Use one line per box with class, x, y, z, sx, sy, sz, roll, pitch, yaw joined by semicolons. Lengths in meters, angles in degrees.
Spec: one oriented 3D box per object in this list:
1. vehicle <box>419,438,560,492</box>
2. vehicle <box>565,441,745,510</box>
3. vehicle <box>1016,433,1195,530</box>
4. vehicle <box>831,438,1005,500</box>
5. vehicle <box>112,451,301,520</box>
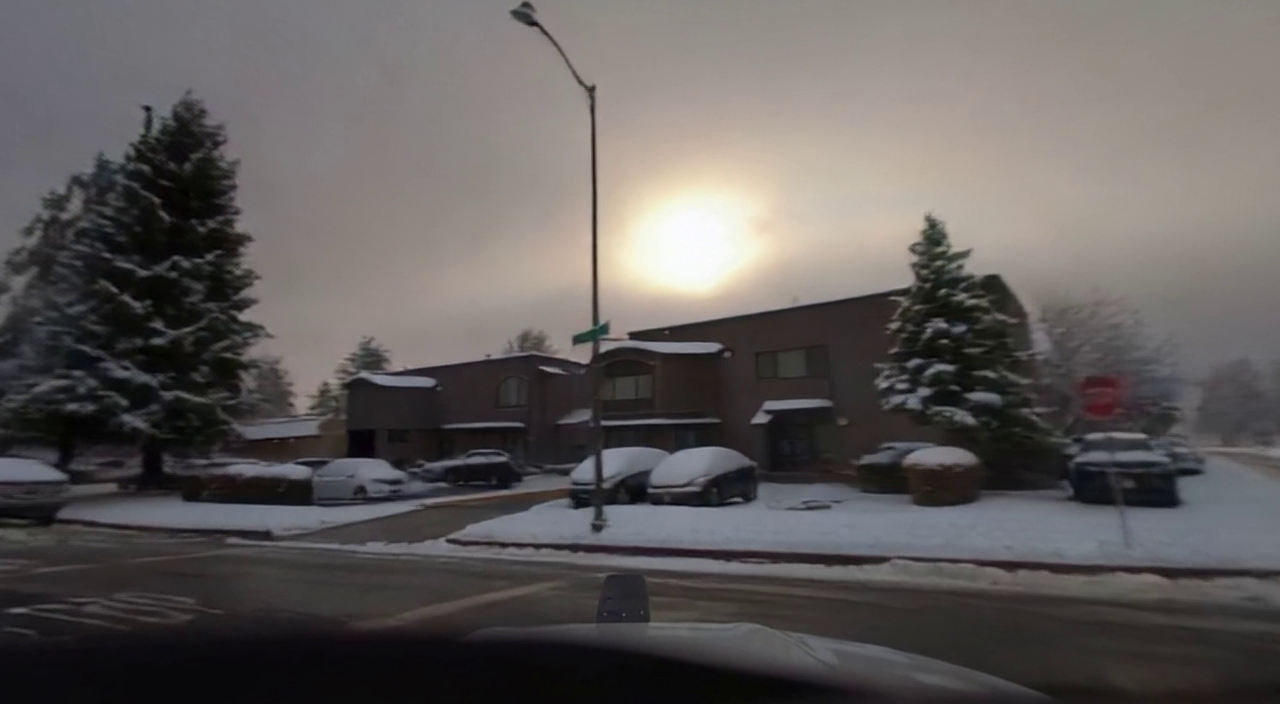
vehicle;-10.130;7.431;41.880;9.384;3.230;2.928;-5;-9;27
vehicle;0.415;3.467;18.081;4.778;1.753;1.959;-4;-9;24
vehicle;11.387;3.094;15.966;2.305;1.962;5.685;-4;-9;23
vehicle;9.837;4.043;22.195;5.798;1.920;2.267;4;-9;-25
vehicle;-14.858;4.442;21.500;6.027;1.893;2.282;-2;-8;23
